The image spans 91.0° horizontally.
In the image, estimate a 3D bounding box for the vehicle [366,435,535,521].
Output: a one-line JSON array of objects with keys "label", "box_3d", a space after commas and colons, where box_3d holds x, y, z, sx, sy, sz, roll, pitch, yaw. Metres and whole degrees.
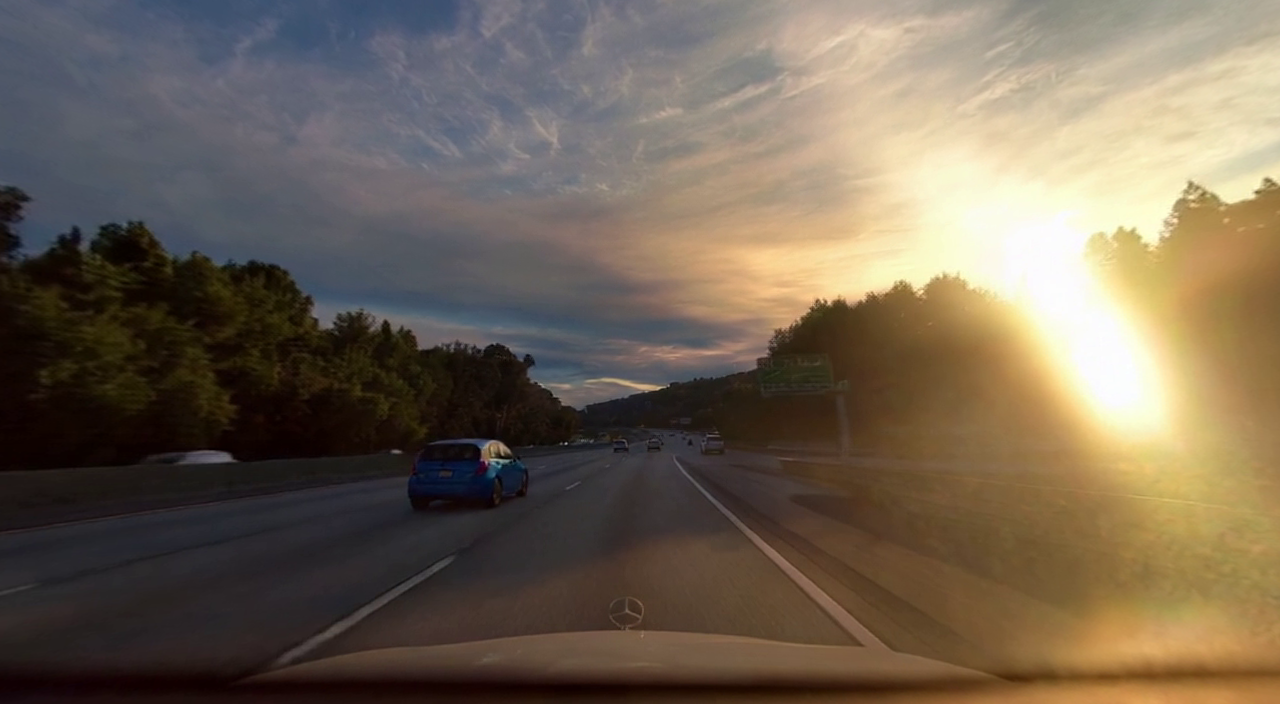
[{"label": "vehicle", "box_3d": [-3.609, 2.478, 13.016, 1.996, 1.454, 4.495, 0, -8, 2]}]

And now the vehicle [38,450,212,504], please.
[{"label": "vehicle", "box_3d": [-15.599, 3.765, 19.420, 1.914, 1.449, 4.033, 0, -8, 0]}]
